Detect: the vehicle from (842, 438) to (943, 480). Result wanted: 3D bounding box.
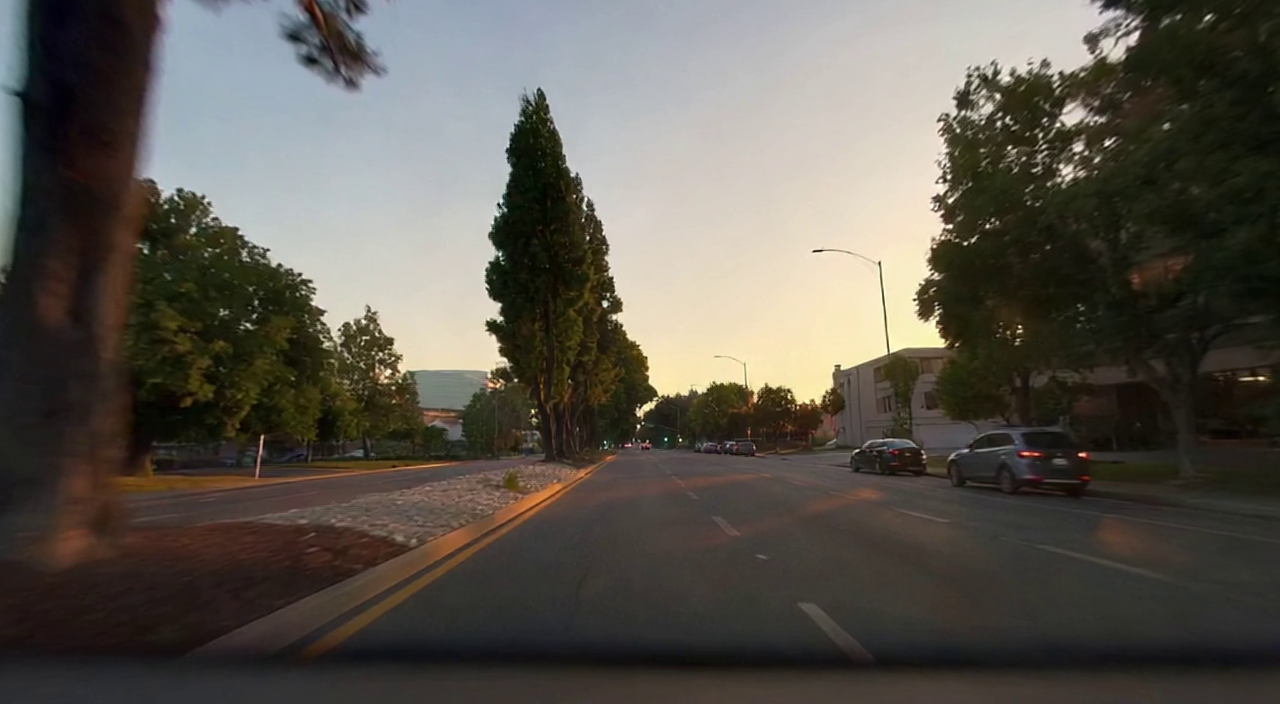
[{"bbox_3d":[9.894,4.239,25.244,1.996,1.488,4.810,0,-8,0],"label":"vehicle"}]

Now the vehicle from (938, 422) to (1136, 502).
[{"bbox_3d":[9.846,2.755,16.246,2.018,1.742,4.547,0,-8,-1],"label":"vehicle"}]
